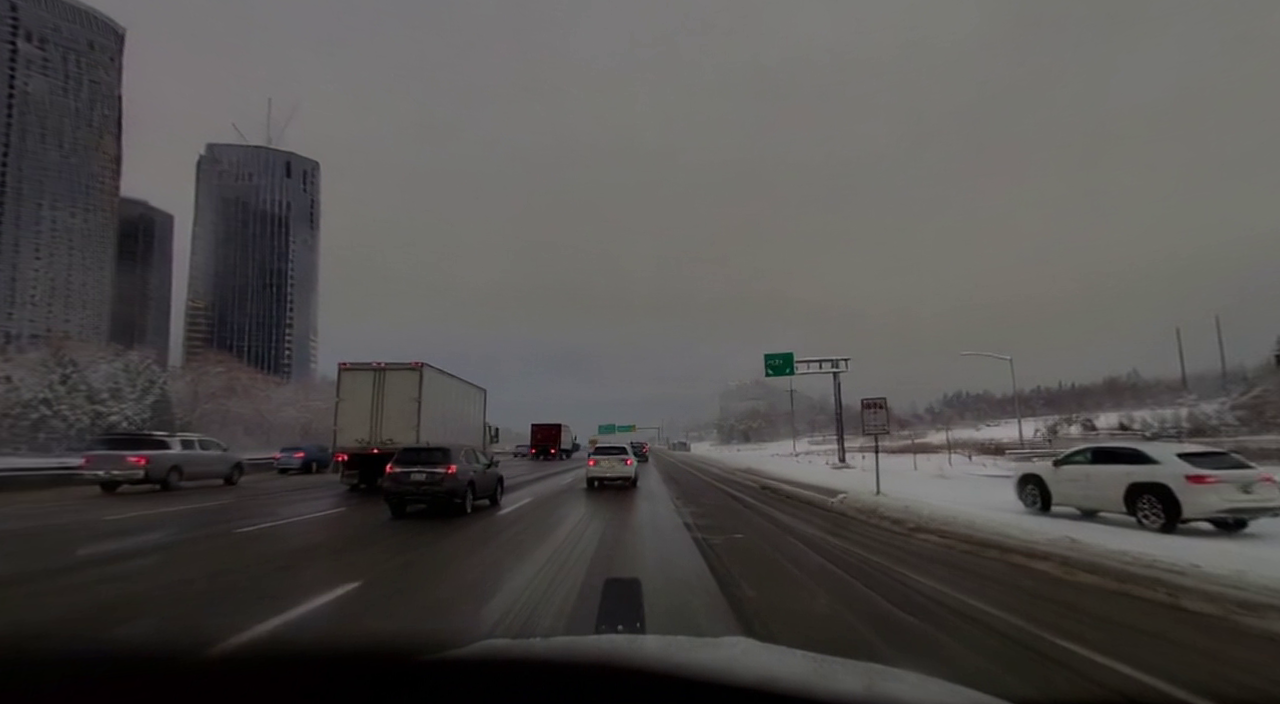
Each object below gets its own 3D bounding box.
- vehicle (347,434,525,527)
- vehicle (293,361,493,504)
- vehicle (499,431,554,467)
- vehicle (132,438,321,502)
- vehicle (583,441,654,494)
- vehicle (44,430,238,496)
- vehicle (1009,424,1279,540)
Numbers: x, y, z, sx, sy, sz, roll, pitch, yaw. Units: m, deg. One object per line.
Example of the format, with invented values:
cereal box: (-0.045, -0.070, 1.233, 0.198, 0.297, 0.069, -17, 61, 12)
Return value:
vehicle: (-3.766, 2.447, 12.572, 2.016, 1.497, 4.235, 0, -9, 1)
vehicle: (-6.768, 2.510, 19.054, 2.955, 3.359, 8.322, 1, -9, -3)
vehicle: (-6.961, 6.041, 39.253, 2.339, 2.059, 5.359, 0, -9, 1)
vehicle: (-11.114, 3.176, 17.470, 1.987, 1.495, 4.710, 0, -9, 1)
vehicle: (-0.607, 3.545, 19.692, 1.991, 1.488, 3.922, 0, -9, 0)
vehicle: (-14.653, 3.280, 18.957, 1.990, 1.722, 4.641, 0, -9, 0)
vehicle: (11.460, 2.686, 13.854, 2.415, 1.972, 5.572, 2, -9, -14)
